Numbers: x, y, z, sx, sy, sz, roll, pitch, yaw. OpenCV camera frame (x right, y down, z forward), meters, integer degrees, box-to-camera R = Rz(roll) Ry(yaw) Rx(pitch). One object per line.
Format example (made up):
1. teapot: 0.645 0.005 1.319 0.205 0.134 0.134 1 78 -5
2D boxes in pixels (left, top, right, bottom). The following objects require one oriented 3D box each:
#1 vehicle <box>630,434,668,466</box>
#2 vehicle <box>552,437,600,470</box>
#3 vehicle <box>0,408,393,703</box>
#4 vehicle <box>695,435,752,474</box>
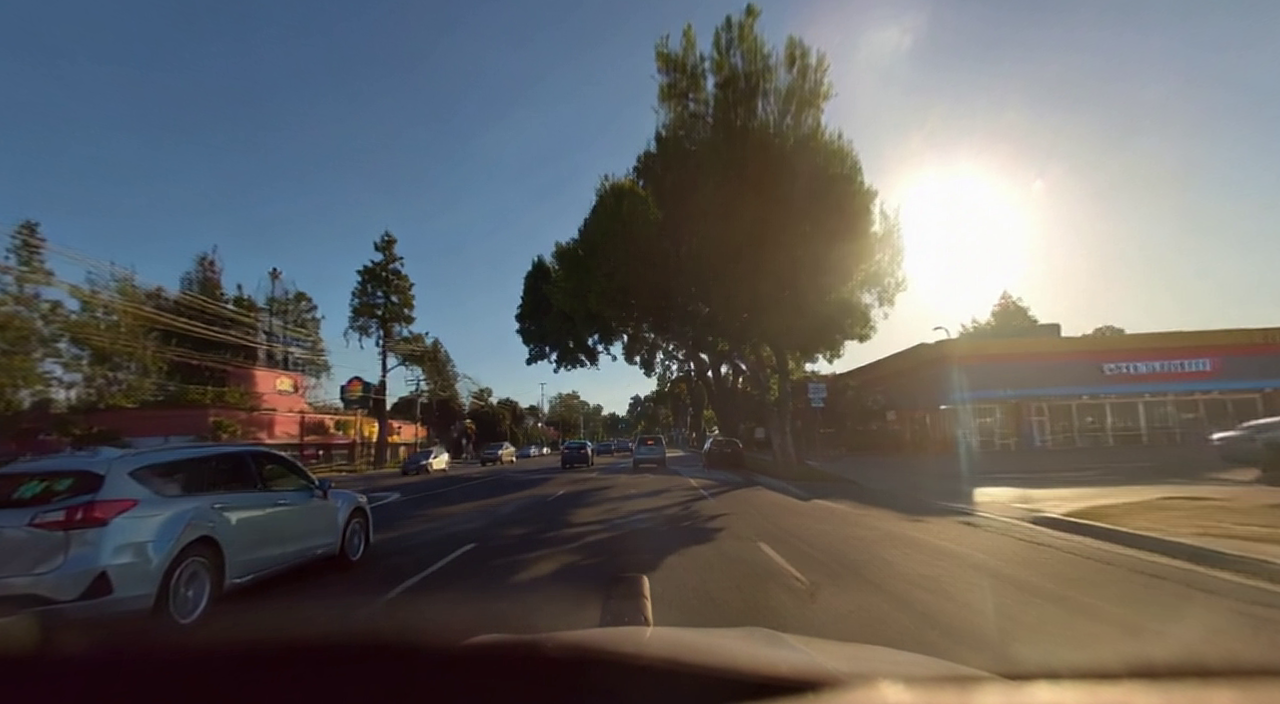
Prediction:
1. vehicle: 0.524 5.984 38.578 2.193 1.873 4.033 0 -8 0
2. vehicle: -3.420 5.520 34.431 2.026 1.665 4.193 0 -8 2
3. vehicle: -3.921 1.338 5.225 1.908 1.481 4.351 0 -8 1
4. vehicle: 3.584 4.471 27.634 1.922 1.579 3.642 0 -8 -1
